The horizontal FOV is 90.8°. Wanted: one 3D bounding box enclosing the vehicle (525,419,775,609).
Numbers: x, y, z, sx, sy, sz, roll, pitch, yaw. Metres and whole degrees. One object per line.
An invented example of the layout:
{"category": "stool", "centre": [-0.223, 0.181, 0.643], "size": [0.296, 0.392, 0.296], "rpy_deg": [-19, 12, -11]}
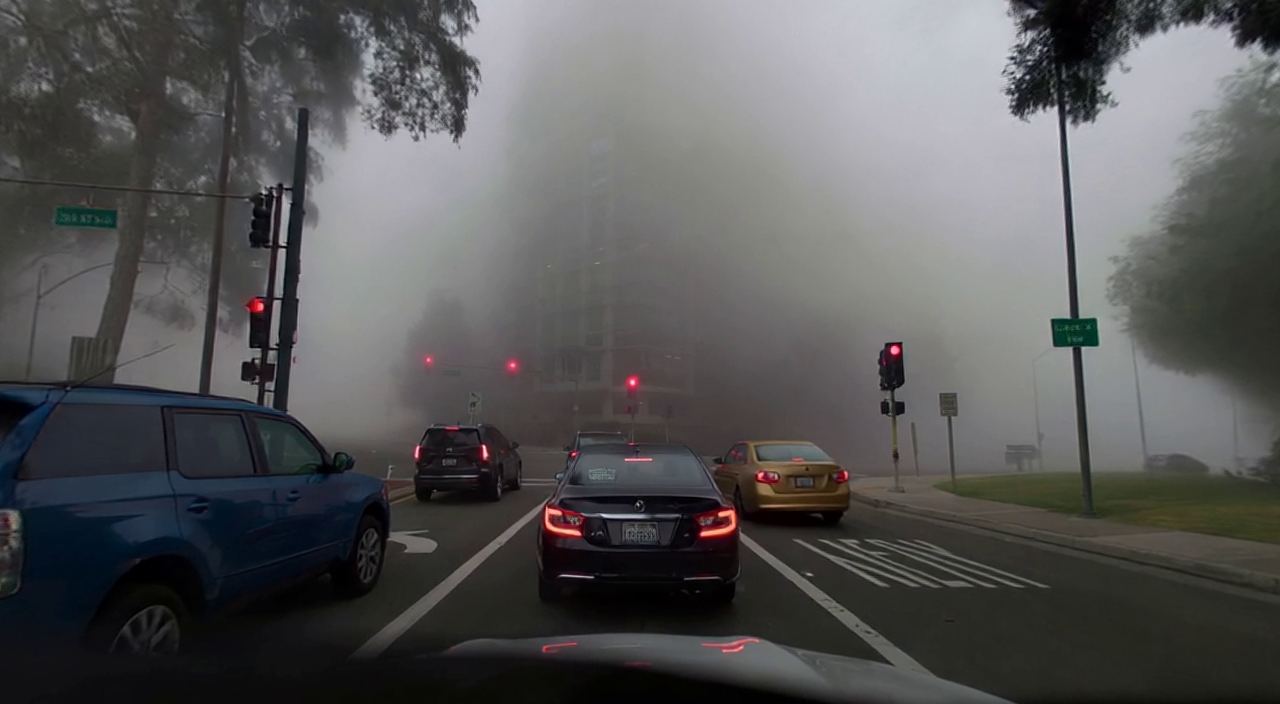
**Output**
{"category": "vehicle", "centre": [-0.056, 1.619, 7.329], "size": [2.001, 1.483, 4.442], "rpy_deg": [0, -8, -4]}

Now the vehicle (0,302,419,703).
{"category": "vehicle", "centre": [-3.147, 1.011, 4.143], "size": [1.924, 1.737, 4.387], "rpy_deg": [0, -8, -2]}

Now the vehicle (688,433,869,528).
{"category": "vehicle", "centre": [2.463, 2.447, 12.752], "size": [2.100, 1.524, 4.746], "rpy_deg": [1, -9, -6]}

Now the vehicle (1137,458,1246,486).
{"category": "vehicle", "centre": [33.856, 7.367, 38.892], "size": [4.737, 1.572, 2.026], "rpy_deg": [0, -8, 1]}

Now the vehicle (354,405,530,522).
{"category": "vehicle", "centre": [-3.878, 2.319, 13.707], "size": [2.305, 1.984, 5.586], "rpy_deg": [0, -8, -3]}
